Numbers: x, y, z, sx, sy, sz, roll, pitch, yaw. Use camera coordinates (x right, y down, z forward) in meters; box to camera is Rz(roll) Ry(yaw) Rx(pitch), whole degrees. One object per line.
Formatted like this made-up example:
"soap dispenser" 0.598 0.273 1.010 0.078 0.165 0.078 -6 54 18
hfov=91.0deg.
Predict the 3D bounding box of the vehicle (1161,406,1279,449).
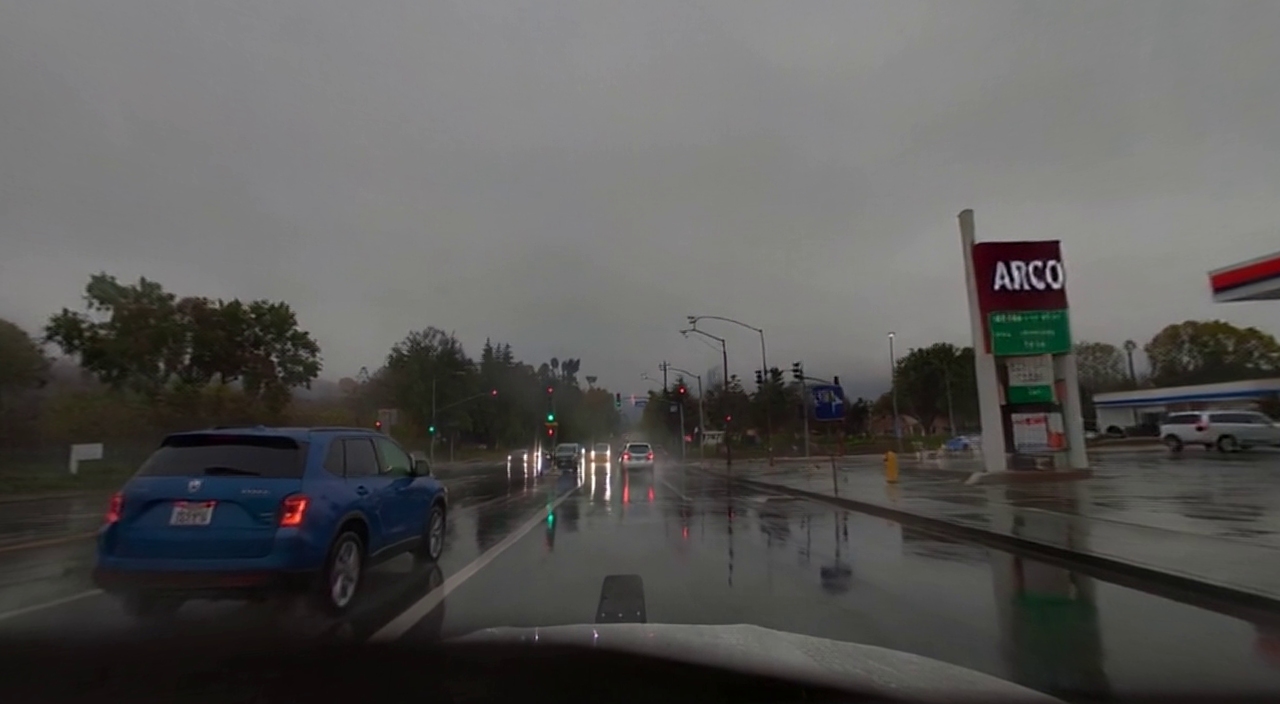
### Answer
"vehicle" 28.090 3.599 29.654 5.102 1.893 2.120 0 -9 -1

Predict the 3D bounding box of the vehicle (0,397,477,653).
"vehicle" -3.535 1.558 6.824 2.247 1.734 4.919 0 -9 -1

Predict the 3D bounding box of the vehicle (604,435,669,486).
"vehicle" -0.211 4.705 27.546 2.552 1.999 5.498 0 -9 -1
